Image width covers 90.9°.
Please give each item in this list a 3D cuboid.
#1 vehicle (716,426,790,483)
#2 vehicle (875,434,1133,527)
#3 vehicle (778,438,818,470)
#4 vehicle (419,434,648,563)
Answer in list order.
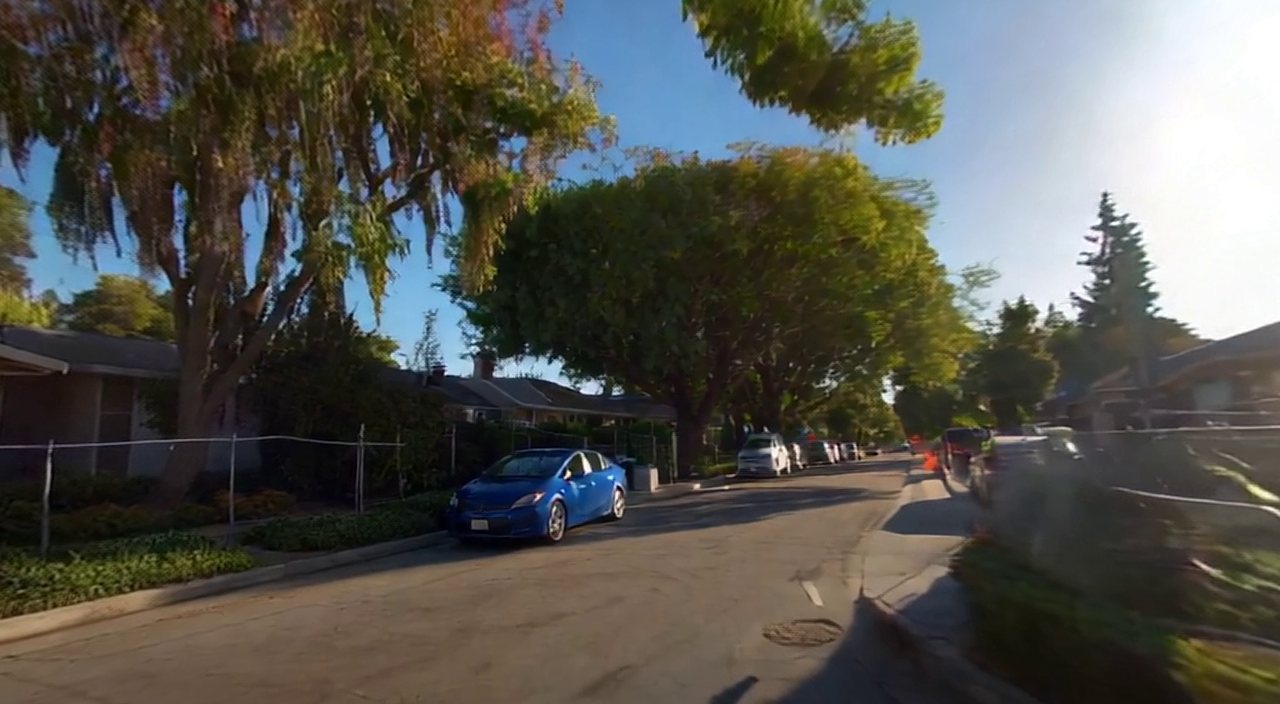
[{"bbox_3d":[4.837,4.152,26.263,2.042,1.937,4.960,0,-5,22],"label":"vehicle"},{"bbox_3d":[6.597,2.225,11.492,4.070,1.436,1.827,3,-8,-21],"label":"vehicle"},{"bbox_3d":[9.175,5.825,36.318,1.765,1.493,4.130,0,-6,21],"label":"vehicle"},{"bbox_3d":[-1.504,2.238,10.640,1.899,1.524,4.082,0,-6,22],"label":"vehicle"}]
